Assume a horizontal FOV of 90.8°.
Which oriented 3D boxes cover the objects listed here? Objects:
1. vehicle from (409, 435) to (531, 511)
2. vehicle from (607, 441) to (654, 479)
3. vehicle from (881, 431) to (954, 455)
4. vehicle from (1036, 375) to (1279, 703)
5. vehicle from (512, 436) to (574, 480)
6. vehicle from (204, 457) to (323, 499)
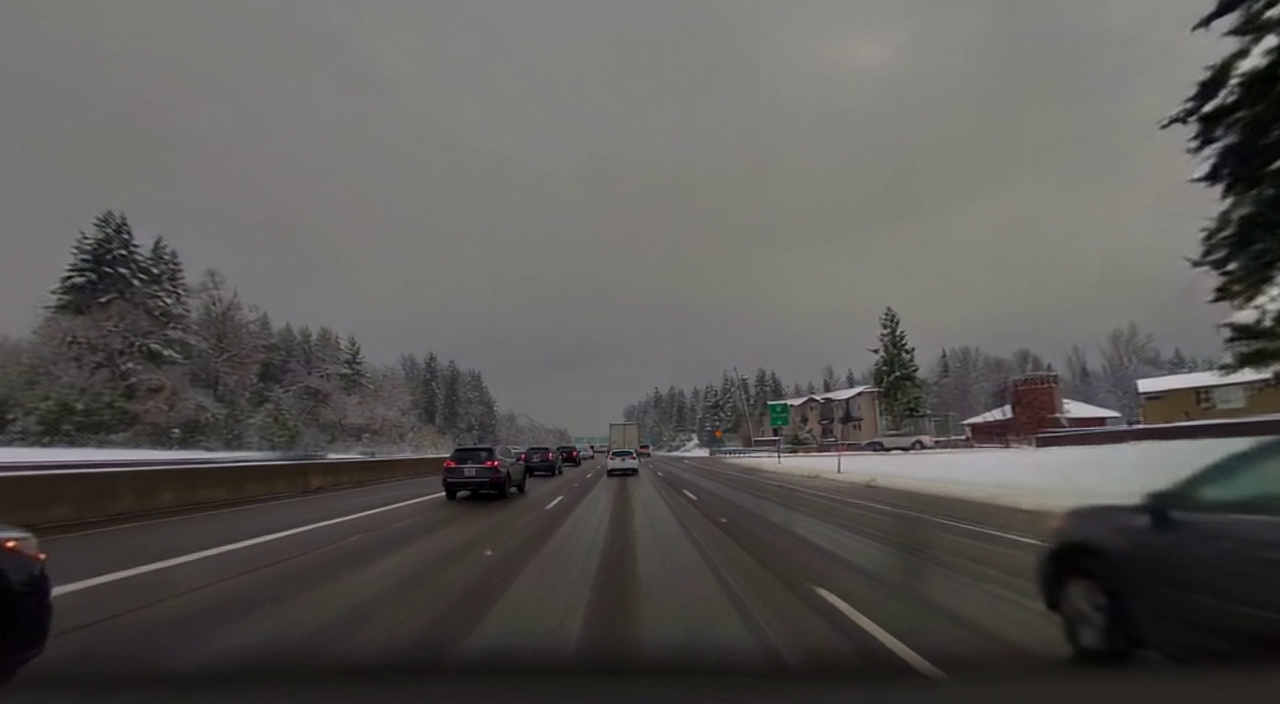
[{"bbox_3d":[-4.146,3.012,16.162,1.988,1.668,4.021,0,-9,0],"label":"vehicle"},{"bbox_3d":[-0.453,5.115,30.122,2.063,1.703,4.203,0,-9,-1],"label":"vehicle"},{"bbox_3d":[17.331,5.742,39.681,1.894,1.458,4.268,2,-9,-13],"label":"vehicle"},{"bbox_3d":[3.526,0.765,1.748,2.027,1.554,4.252,0,-9,-1],"label":"vehicle"},{"bbox_3d":[-4.676,5.230,31.344,2.301,1.944,5.482,0,-9,-1],"label":"vehicle"},{"bbox_3d":[-15.067,5.035,25.651,1.961,1.461,4.643,0,-9,0],"label":"vehicle"}]
